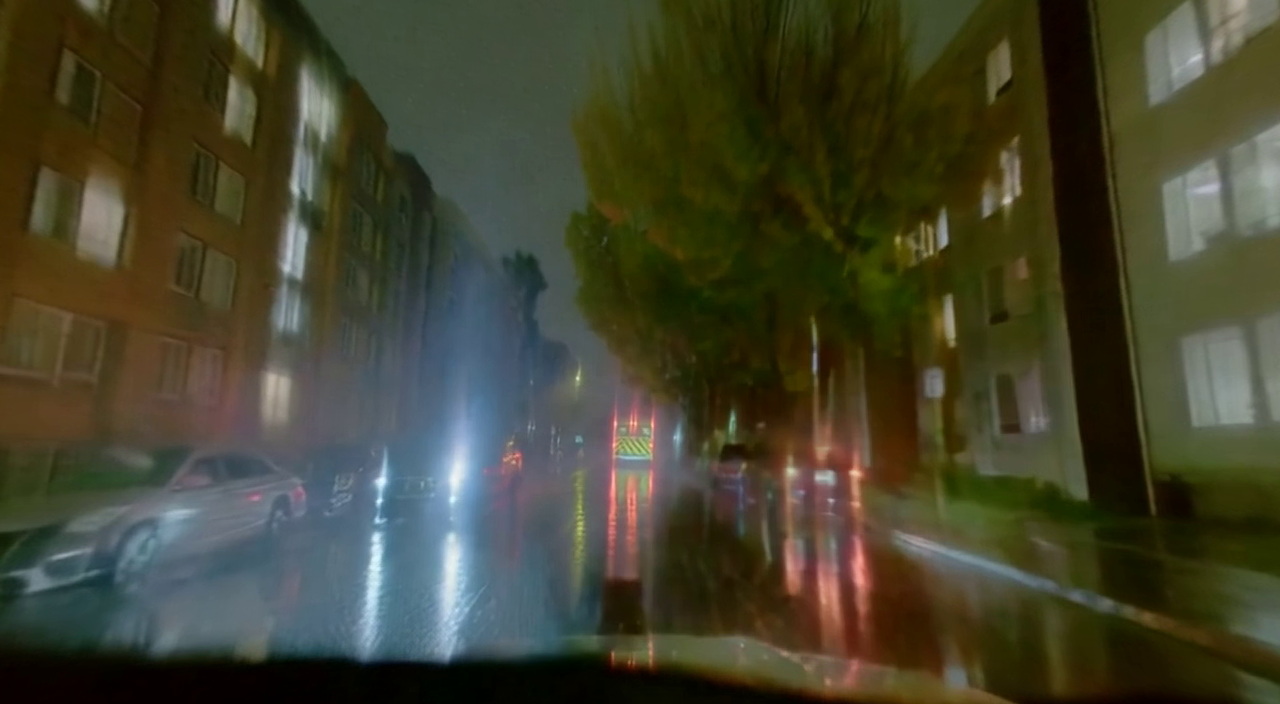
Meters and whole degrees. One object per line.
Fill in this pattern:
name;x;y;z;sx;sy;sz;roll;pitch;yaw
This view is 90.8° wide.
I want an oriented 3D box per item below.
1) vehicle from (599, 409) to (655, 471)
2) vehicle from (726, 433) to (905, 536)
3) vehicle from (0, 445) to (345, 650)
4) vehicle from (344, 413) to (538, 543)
vehicle;-0.792;4.873;34.810;2.754;3.008;7.730;0;-8;-2
vehicle;3.103;2.428;12.260;2.035;1.549;4.373;3;-9;-3
vehicle;-5.405;1.773;6.982;2.047;1.471;4.647;0;-8;0
vehicle;-3.121;2.069;10.991;2.029;1.802;4.229;0;-8;-1
